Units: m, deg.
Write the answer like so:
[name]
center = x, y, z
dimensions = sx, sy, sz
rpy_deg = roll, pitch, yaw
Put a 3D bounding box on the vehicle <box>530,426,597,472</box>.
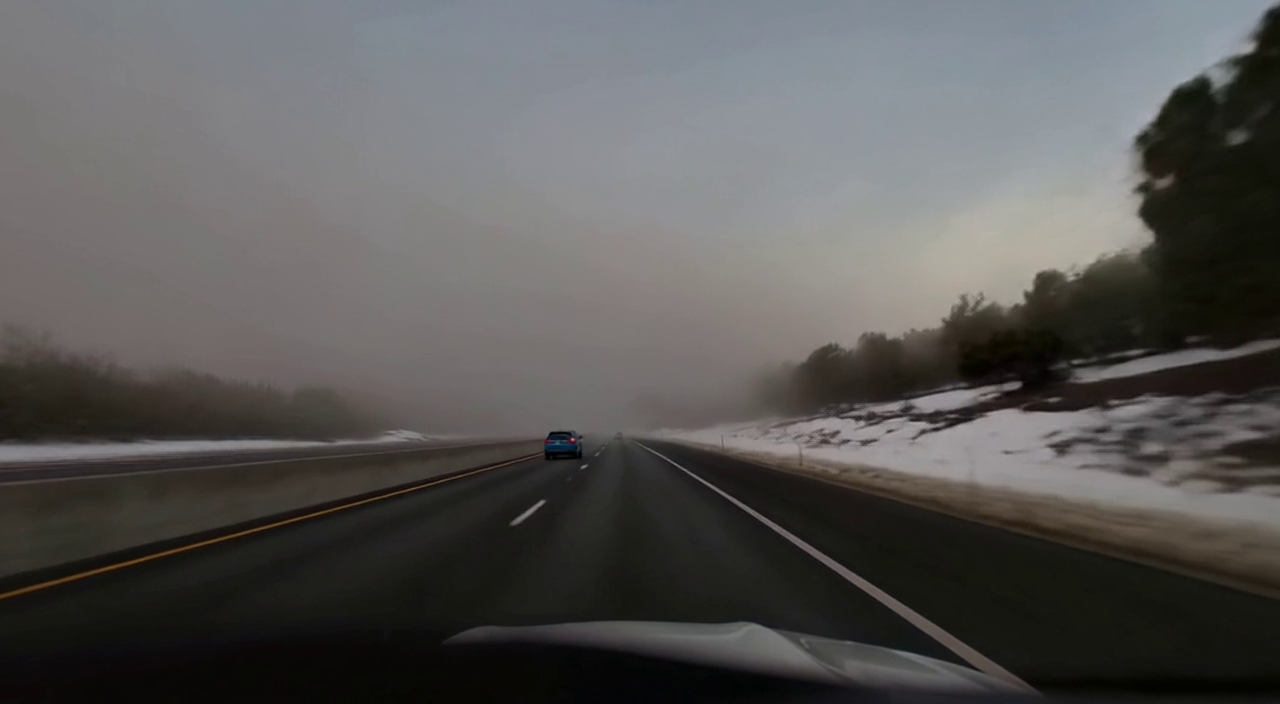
[vehicle]
center = -2.700, 3.530, 23.127
dimensions = 1.999, 1.536, 3.969
rpy_deg = 0, -8, 0
